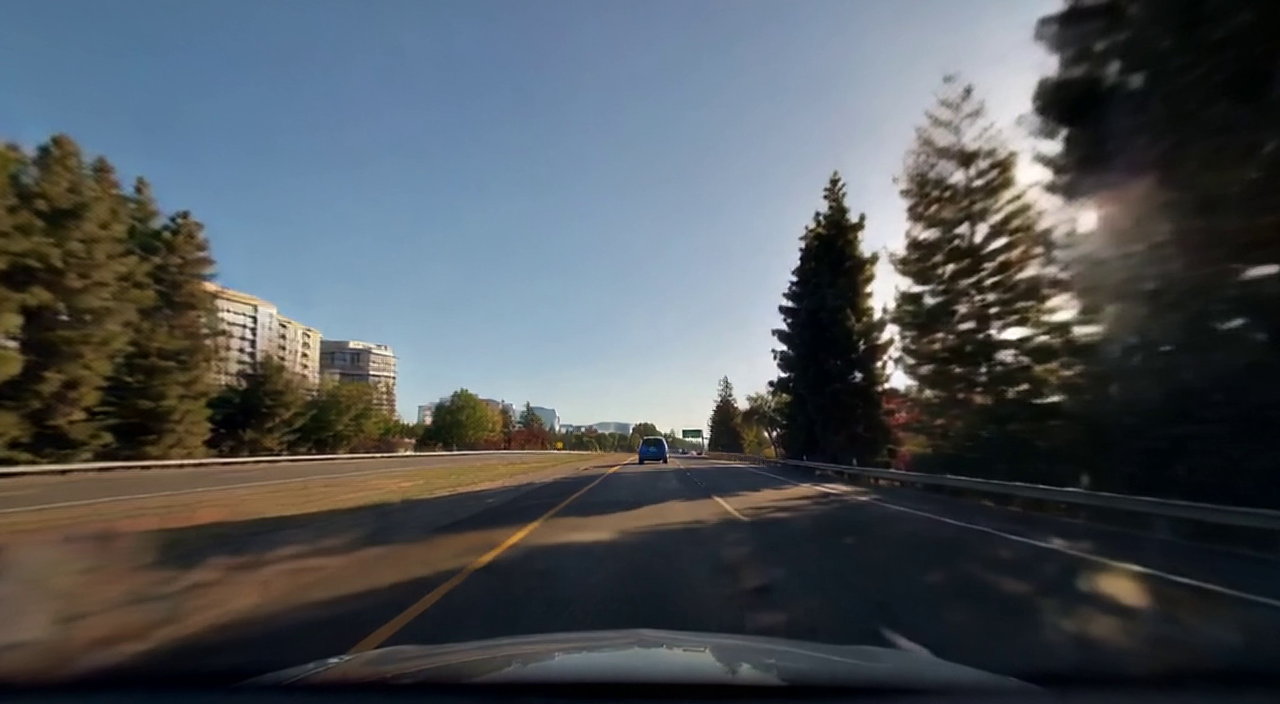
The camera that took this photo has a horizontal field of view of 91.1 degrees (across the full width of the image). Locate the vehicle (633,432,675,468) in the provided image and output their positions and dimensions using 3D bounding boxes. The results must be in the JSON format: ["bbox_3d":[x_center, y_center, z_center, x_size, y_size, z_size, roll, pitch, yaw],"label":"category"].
[{"bbox_3d":[0.954,6.220,40.108,2.546,2.126,5.153,0,-8,3],"label":"vehicle"}]
